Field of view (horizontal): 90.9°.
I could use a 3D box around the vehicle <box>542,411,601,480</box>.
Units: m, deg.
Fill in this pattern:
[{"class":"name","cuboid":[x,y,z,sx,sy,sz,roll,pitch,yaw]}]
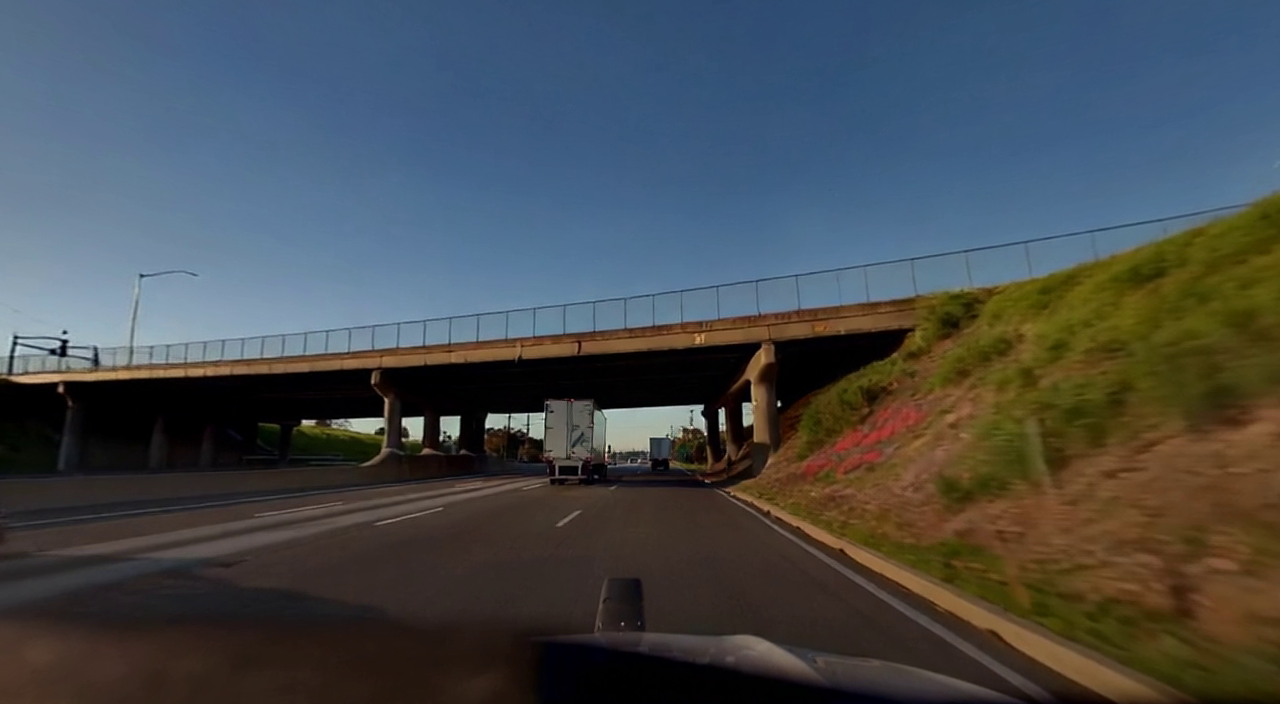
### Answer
[{"class":"vehicle","cuboid":[-4.361,6.241,41.960,2.955,4.022,8.842,0,-9,0]}]
